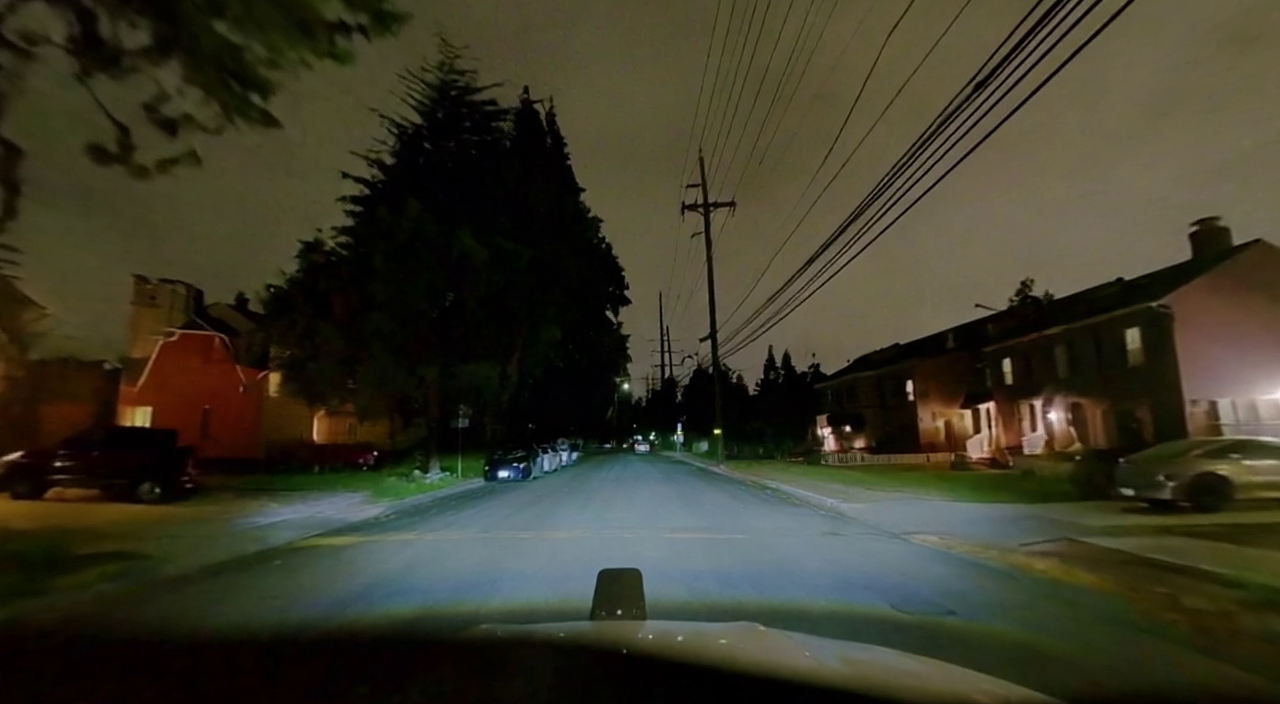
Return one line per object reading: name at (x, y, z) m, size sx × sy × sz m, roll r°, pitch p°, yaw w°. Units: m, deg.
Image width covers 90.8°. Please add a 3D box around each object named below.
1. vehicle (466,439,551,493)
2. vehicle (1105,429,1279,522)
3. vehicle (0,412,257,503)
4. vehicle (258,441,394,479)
vehicle at (-4.703, 4.104, 23.266) m, size 2.207 × 1.669 × 4.363 m, roll -1°, pitch -7°, yaw 0°
vehicle at (11.824, 2.180, 11.689) m, size 4.700 × 1.441 × 2.167 m, roll -2°, pitch -8°, yaw -2°
vehicle at (-12.551, 2.534, 15.371) m, size 4.962 × 1.866 × 2.075 m, roll 3°, pitch -9°, yaw -3°
vehicle at (-12.668, 4.393, 25.782) m, size 4.526 × 1.449 × 1.869 m, roll 1°, pitch -9°, yaw -10°
